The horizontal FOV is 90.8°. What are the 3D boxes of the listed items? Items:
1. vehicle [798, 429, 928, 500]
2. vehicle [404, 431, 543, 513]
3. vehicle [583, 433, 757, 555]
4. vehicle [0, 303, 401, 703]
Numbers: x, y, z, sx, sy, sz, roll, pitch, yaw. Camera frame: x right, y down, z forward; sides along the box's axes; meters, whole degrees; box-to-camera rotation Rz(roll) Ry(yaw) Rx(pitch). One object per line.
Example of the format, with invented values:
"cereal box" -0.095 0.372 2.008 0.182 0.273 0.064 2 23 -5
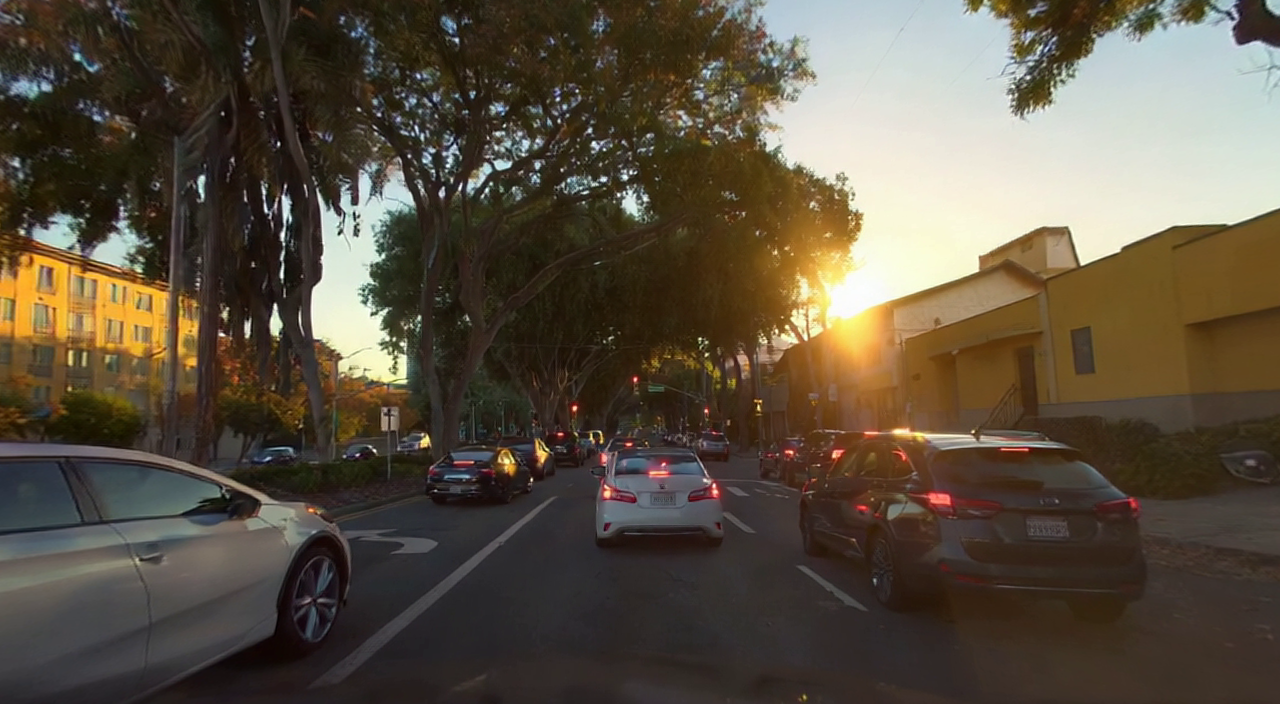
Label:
"vehicle" 6.346 3.249 18.688 2.025 1.808 4.579 0 -9 -2
"vehicle" -3.509 2.620 14.260 1.901 1.522 4.556 0 -9 0
"vehicle" 0.272 2.002 9.603 2.095 1.438 3.843 0 -9 -3
"vehicle" -3.267 0.934 3.391 2.152 1.802 4.628 0 -9 0
